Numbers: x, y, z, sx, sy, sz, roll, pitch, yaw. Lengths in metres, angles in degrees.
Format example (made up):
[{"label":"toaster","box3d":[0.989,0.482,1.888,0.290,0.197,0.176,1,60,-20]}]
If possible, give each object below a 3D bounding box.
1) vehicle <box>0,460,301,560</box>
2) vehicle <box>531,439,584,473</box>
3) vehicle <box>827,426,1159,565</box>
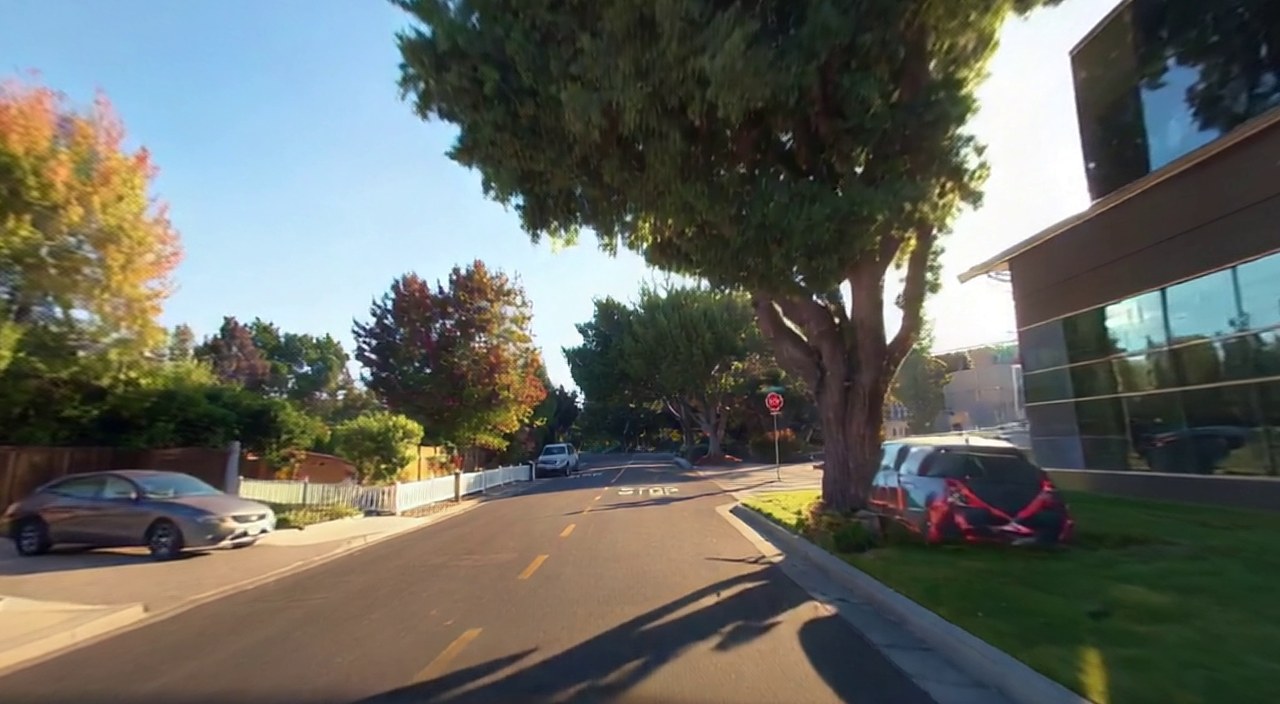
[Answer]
[{"label":"vehicle","box3d":[-8.621,2.723,11.194,4.063,1.483,1.939,-1,-8,-1]},{"label":"vehicle","box3d":[-5.231,6.651,40.805,2.308,1.899,6.107,-1,-8,3]},{"label":"vehicle","box3d":[4.624,1.954,9.486,2.109,1.500,5.070,0,-9,1]}]
